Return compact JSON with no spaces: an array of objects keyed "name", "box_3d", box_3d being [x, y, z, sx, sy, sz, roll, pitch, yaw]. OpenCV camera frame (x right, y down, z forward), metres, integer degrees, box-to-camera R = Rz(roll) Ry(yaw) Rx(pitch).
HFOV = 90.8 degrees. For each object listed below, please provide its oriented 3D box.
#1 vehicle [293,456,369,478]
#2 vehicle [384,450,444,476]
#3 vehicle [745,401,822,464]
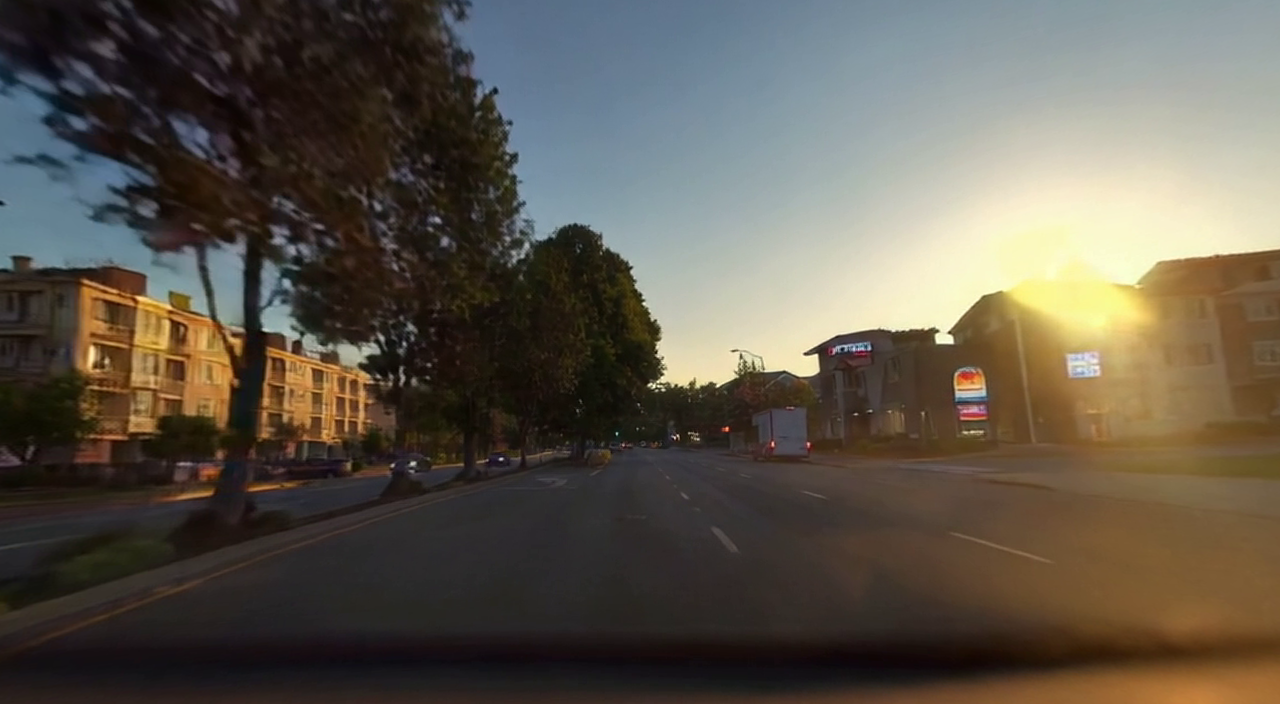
[{"name":"vehicle","box_3d":[-23.161,8.630,47.577,4.862,1.510,2.027,3,-9,-20]},{"name":"vehicle","box_3d":[-14.724,7.343,41.494,1.841,1.543,4.680,-2,-11,6]},{"name":"vehicle","box_3d":[9.628,5.675,43.565,3.174,3.794,9.019,-2,-9,1]}]
